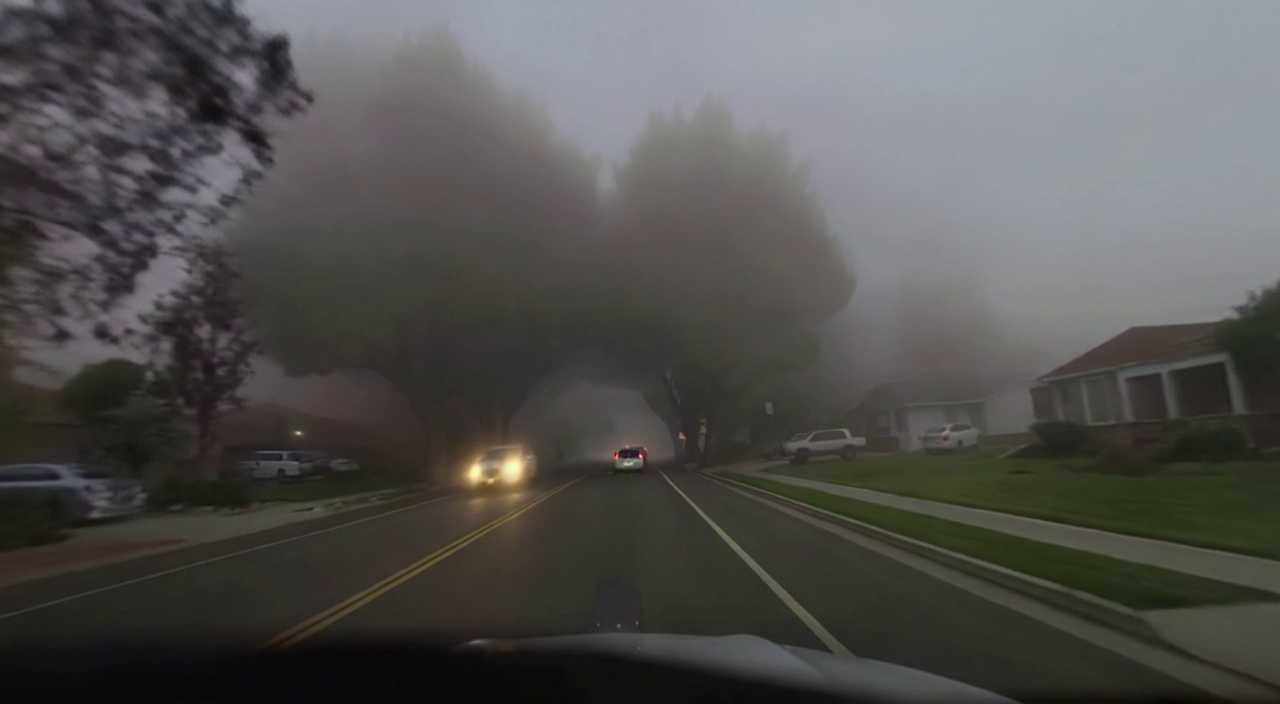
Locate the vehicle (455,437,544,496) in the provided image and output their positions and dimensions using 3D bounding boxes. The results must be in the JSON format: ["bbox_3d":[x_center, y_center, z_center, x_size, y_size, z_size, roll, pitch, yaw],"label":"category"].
[{"bbox_3d":[-5.123,4.214,23.719,2.256,1.838,4.613,-3,-9,0],"label":"vehicle"}]

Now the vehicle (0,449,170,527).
[{"bbox_3d":[-14.857,3.311,15.744,4.608,1.743,2.222,-1,-9,6],"label":"vehicle"}]

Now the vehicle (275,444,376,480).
[{"bbox_3d":[-17.383,6.091,35.121,4.463,1.917,1.970,1,-9,-5],"label":"vehicle"}]

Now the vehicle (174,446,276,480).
[{"bbox_3d":[-22.861,6.121,34.911,4.181,1.784,1.907,0,-10,-1],"label":"vehicle"}]

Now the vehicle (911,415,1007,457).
[{"bbox_3d":[15.299,3.996,30.266,4.462,1.699,2.145,2,-8,-36],"label":"vehicle"}]

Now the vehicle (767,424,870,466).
[{"bbox_3d":[9.217,4.853,32.892,4.634,1.723,1.966,-4,-8,-3],"label":"vehicle"}]

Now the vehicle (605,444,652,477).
[{"bbox_3d":[-0.553,5.210,30.657,2.098,1.483,4.099,0,-9,-1],"label":"vehicle"}]
